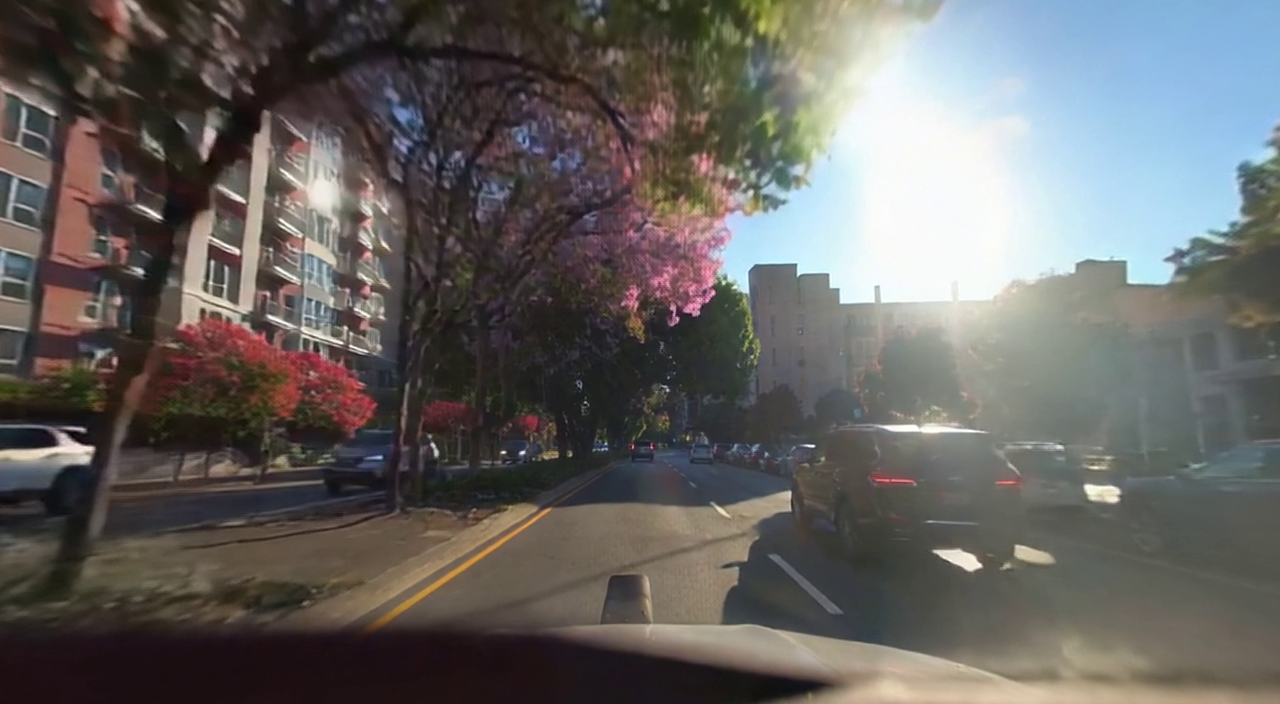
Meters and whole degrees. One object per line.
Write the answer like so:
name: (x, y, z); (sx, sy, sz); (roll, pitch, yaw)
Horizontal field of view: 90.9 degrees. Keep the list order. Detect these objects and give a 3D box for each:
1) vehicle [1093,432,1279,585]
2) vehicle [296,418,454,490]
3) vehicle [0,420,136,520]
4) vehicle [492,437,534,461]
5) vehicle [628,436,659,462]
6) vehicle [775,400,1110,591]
vehicle: (7.656, 1.675, 6.861); (1.919, 1.586, 4.692); (0, -8, 0)
vehicle: (-7.897, 3.142, 19.661); (2.249, 1.898, 5.815); (0, -8, 2)
vehicle: (-11.999, 2.015, 10.784); (2.191, 1.684, 5.428); (0, -8, 1)
vehicle: (-9.069, 6.964, 45.409); (2.042, 1.654, 4.504); (0, -8, 1)
vehicle: (0.310, 7.171, 46.626); (2.244, 1.813, 4.129); (0, -8, 2)
vehicle: (3.285, 1.663, 8.160); (2.071, 1.747, 4.549); (0, -8, 0)
